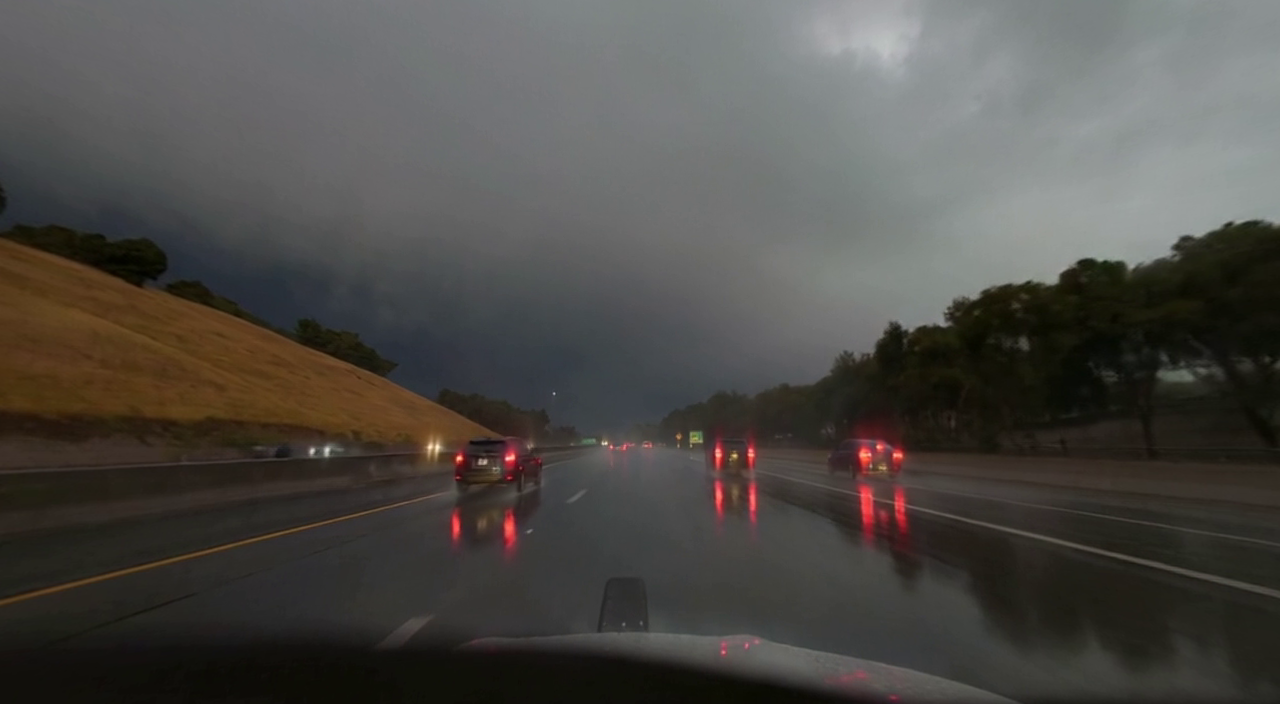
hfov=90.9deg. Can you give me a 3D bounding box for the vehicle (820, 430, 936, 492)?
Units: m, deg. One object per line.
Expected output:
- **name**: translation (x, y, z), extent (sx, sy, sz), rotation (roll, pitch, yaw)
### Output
- **vehicle**: translation (7.394, 3.430, 20.166), extent (1.998, 1.717, 4.338), rotation (0, -8, 0)

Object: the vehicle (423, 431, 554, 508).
- **vehicle**: translation (-3.654, 2.934, 16.198), extent (2.166, 1.672, 4.388), rotation (-1, -8, 1)

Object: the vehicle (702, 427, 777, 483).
- **vehicle**: translation (3.728, 3.978, 24.671), extent (2.121, 1.925, 5.056), rotation (0, -8, 0)
